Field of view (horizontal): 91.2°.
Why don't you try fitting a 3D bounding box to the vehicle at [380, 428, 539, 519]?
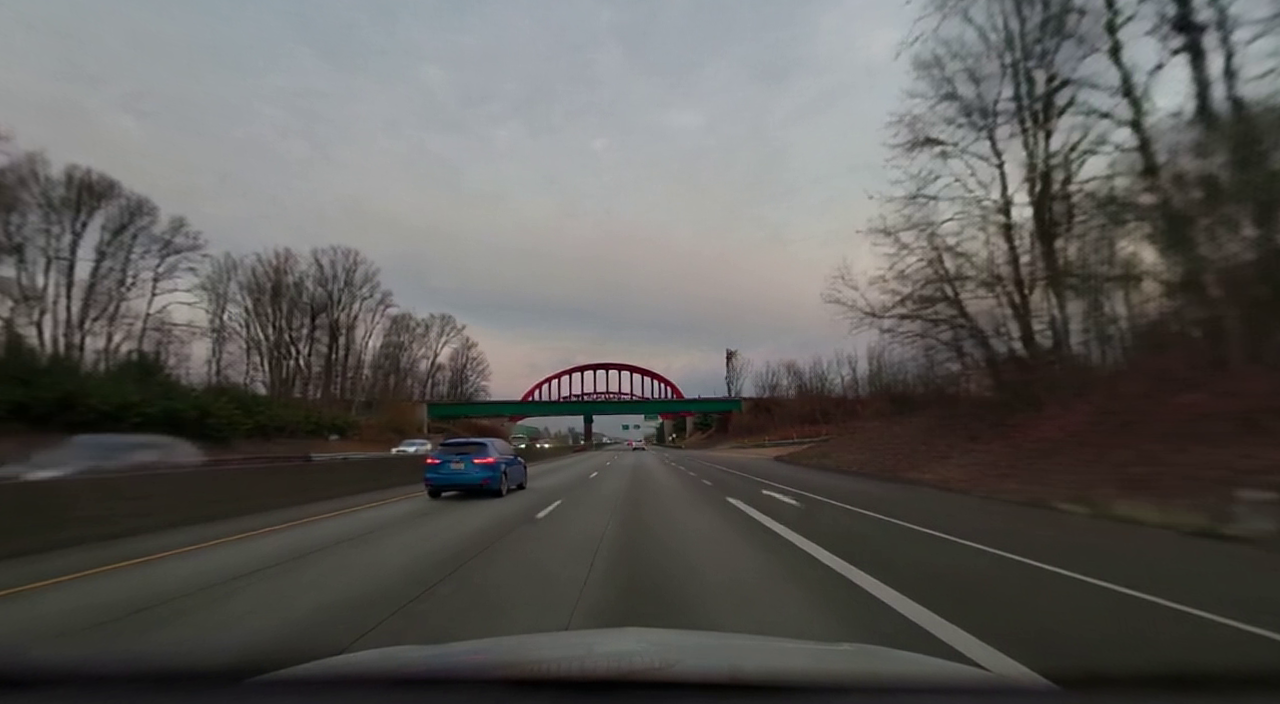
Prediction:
[{"bbox_3d":[-3.528,2.463,13.264,2.052,1.556,4.405,0,-8,0],"label":"vehicle"}]
